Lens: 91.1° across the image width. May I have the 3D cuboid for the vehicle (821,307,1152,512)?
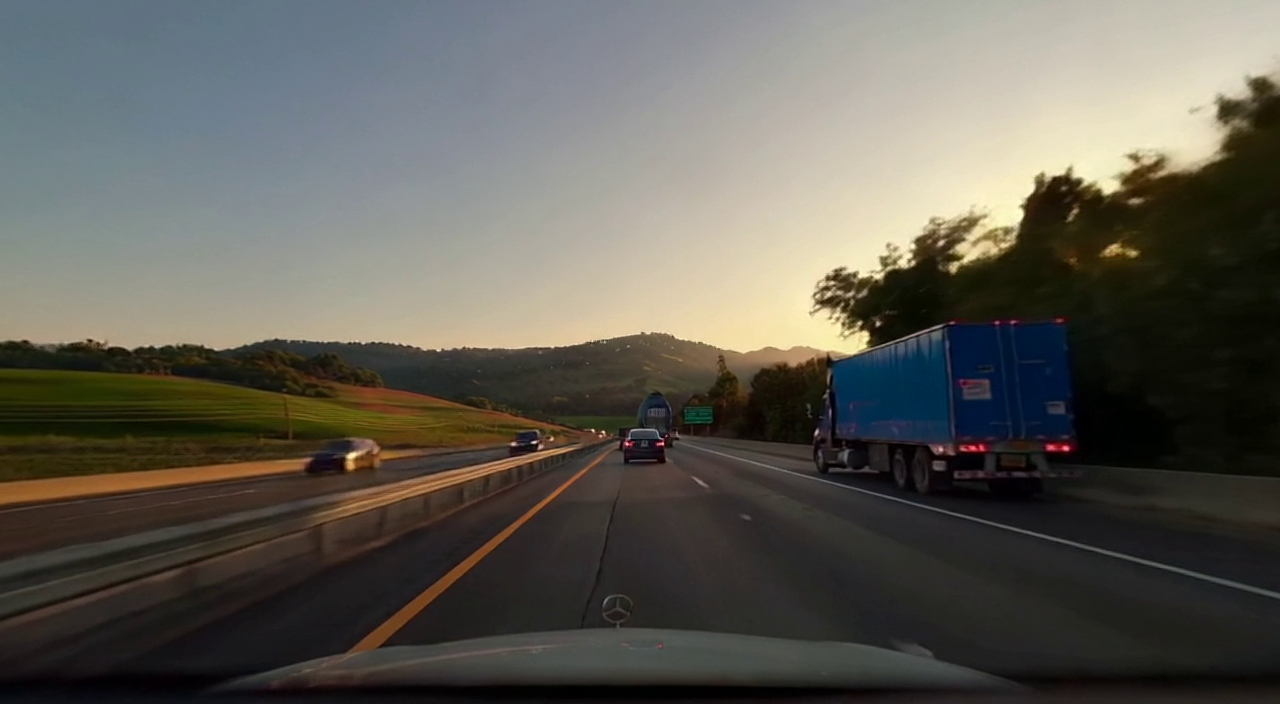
[{"bbox_3d":[7.391,1.582,15.638,3.010,3.638,8.978,0,-8,0],"label":"vehicle"}]

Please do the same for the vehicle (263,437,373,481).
[{"bbox_3d":[-12.305,4.081,24.416,1.916,1.522,4.426,0,-8,0],"label":"vehicle"}]

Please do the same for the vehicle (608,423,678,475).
[{"bbox_3d":[0.064,3.362,22.012,2.216,1.623,4.220,0,-8,-1],"label":"vehicle"}]

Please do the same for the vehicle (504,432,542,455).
[{"bbox_3d":[-8.000,6.304,43.329,1.869,1.521,4.034,0,-8,0],"label":"vehicle"}]
